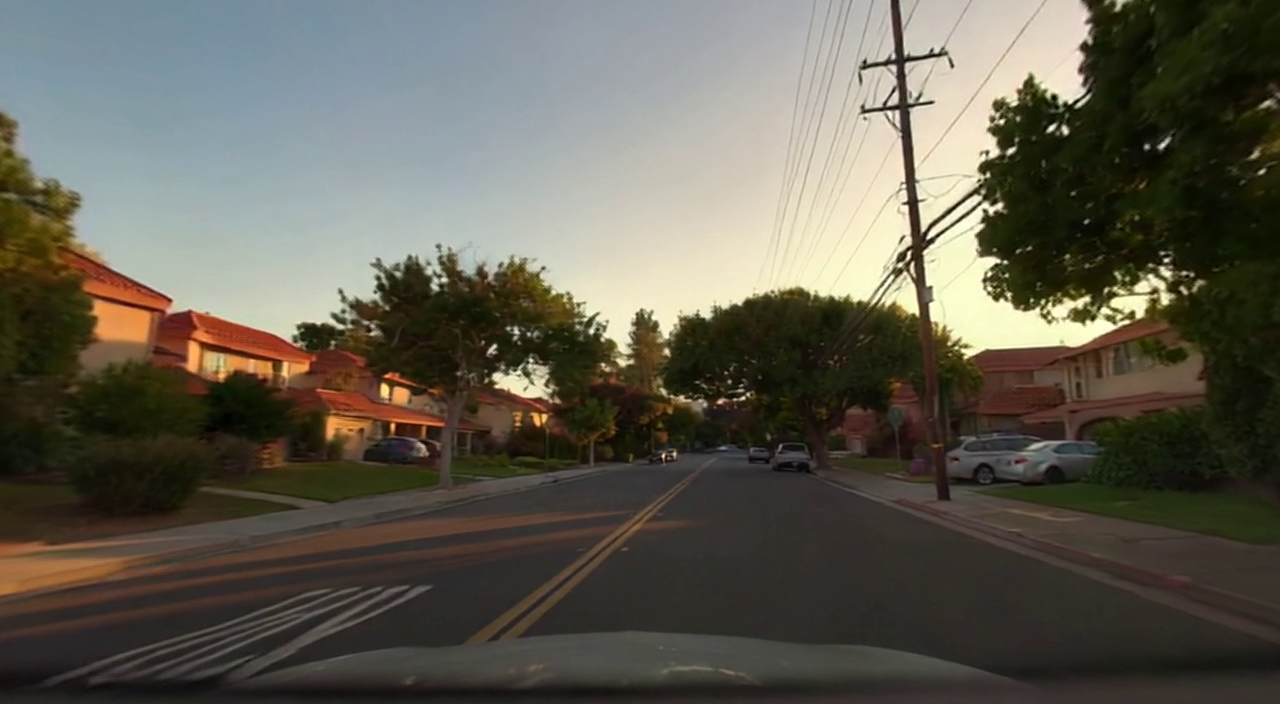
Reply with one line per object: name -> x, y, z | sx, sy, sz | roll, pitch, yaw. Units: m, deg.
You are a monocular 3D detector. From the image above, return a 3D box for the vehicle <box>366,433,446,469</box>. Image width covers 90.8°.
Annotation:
vehicle -> -12.892, 5.521, 35.228 | 2.034, 1.829, 5.161 | -1, -9, 6

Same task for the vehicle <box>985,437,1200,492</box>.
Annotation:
vehicle -> 13.075, 3.276, 18.576 | 4.625, 1.501, 2.011 | -1, -9, 8

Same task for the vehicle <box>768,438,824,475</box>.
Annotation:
vehicle -> 8.465, 5.731, 34.773 | 2.114, 1.858, 5.144 | -1, -9, 4

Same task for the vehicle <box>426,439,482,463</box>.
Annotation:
vehicle -> -14.527, 7.806, 49.620 | 2.139, 1.746, 5.099 | -3, -10, 10
